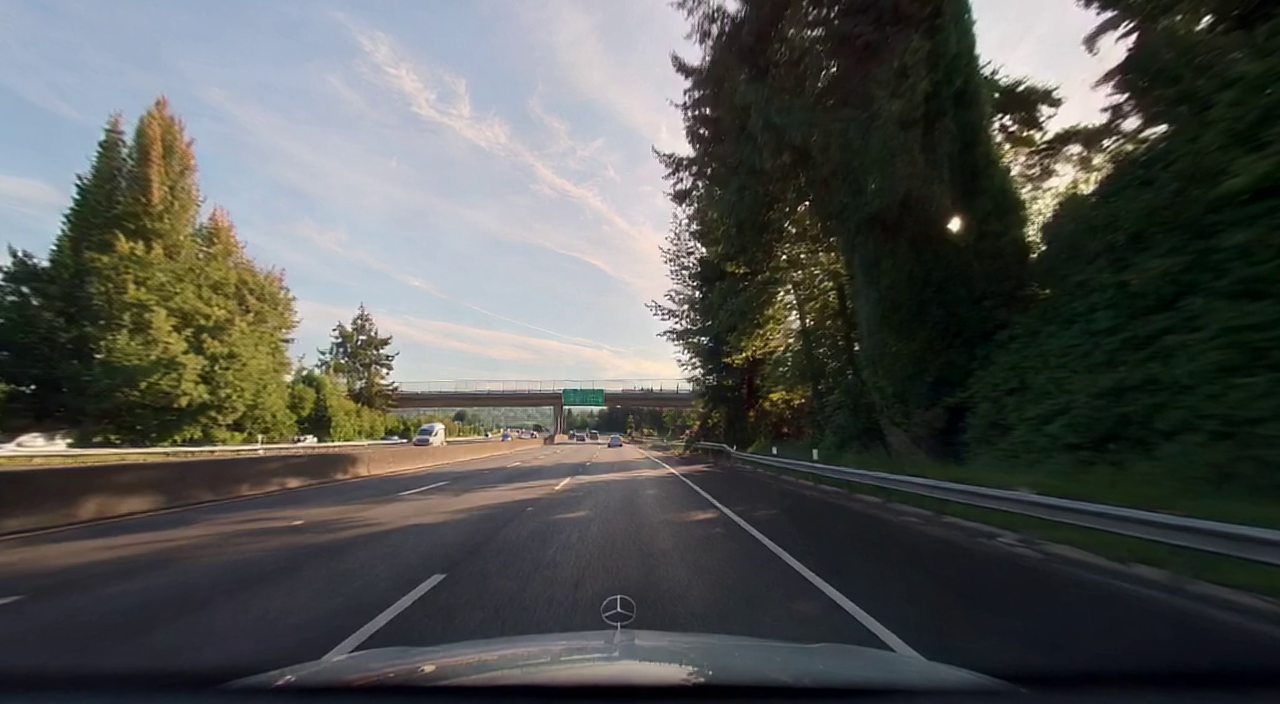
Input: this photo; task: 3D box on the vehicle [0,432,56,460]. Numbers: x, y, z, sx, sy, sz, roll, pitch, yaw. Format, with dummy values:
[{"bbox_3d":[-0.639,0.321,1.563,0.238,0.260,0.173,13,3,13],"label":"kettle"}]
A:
[{"bbox_3d":[-34.678,5.105,34.211,1.746,1.476,4.277,0,-8,-2],"label":"vehicle"}]
